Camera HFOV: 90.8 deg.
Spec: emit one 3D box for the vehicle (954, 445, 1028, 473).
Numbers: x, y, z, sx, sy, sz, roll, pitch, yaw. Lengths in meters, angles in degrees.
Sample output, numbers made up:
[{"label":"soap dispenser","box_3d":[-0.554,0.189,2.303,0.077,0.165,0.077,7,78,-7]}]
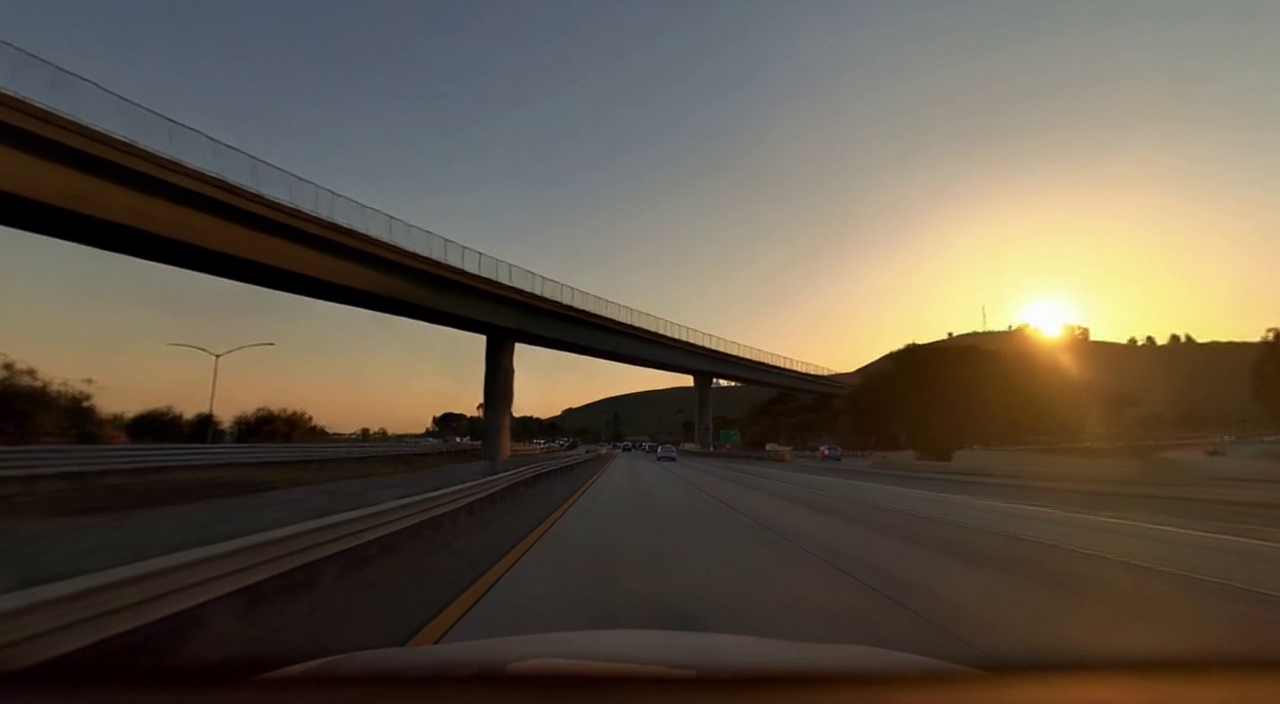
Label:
[{"label":"vehicle","box_3d":[20.727,6.288,37.520,1.885,1.510,4.372,0,-8,0]}]
